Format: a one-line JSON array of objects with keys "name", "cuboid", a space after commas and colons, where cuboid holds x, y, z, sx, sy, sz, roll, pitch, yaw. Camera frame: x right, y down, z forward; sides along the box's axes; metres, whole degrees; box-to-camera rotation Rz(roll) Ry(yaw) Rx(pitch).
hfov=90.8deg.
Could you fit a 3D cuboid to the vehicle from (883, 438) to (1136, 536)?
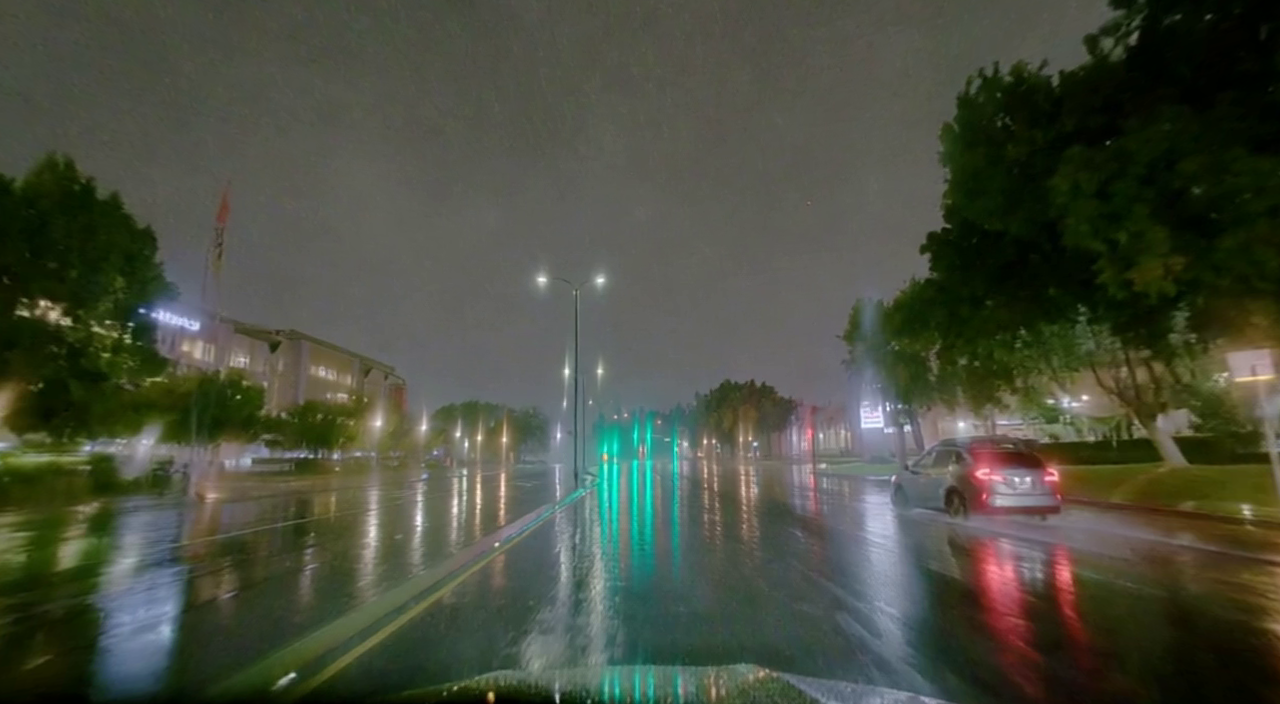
[{"name": "vehicle", "cuboid": [6.689, 2.456, 12.249, 1.913, 1.504, 4.738, 0, -8, -2]}]
